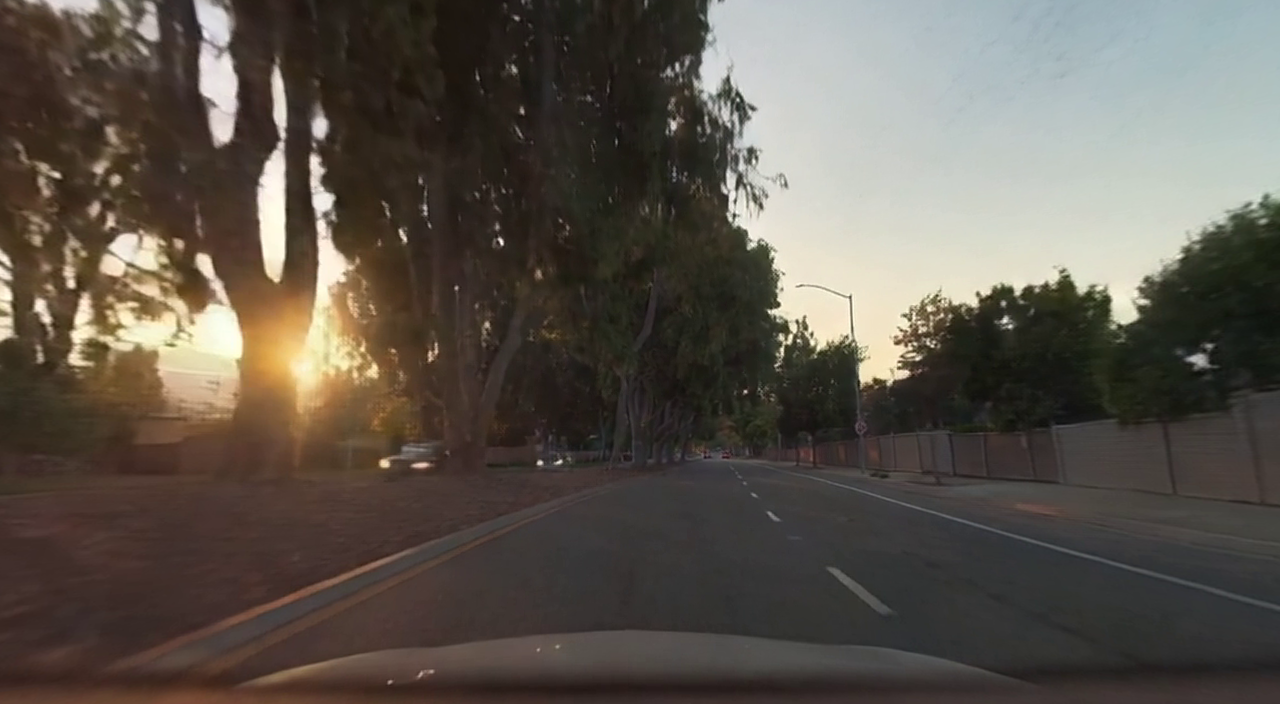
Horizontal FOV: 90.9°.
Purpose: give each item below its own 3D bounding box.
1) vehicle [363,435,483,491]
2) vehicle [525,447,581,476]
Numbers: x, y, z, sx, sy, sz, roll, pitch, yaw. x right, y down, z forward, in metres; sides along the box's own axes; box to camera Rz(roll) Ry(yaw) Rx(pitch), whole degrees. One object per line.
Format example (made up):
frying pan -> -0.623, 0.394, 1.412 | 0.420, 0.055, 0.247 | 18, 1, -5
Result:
vehicle -> -7.755, 4.017, 23.208 | 2.276, 1.805, 4.984 | -2, -9, 5
vehicle -> -5.435, 6.911, 40.000 | 2.261, 1.655, 4.613 | -2, -9, 9
